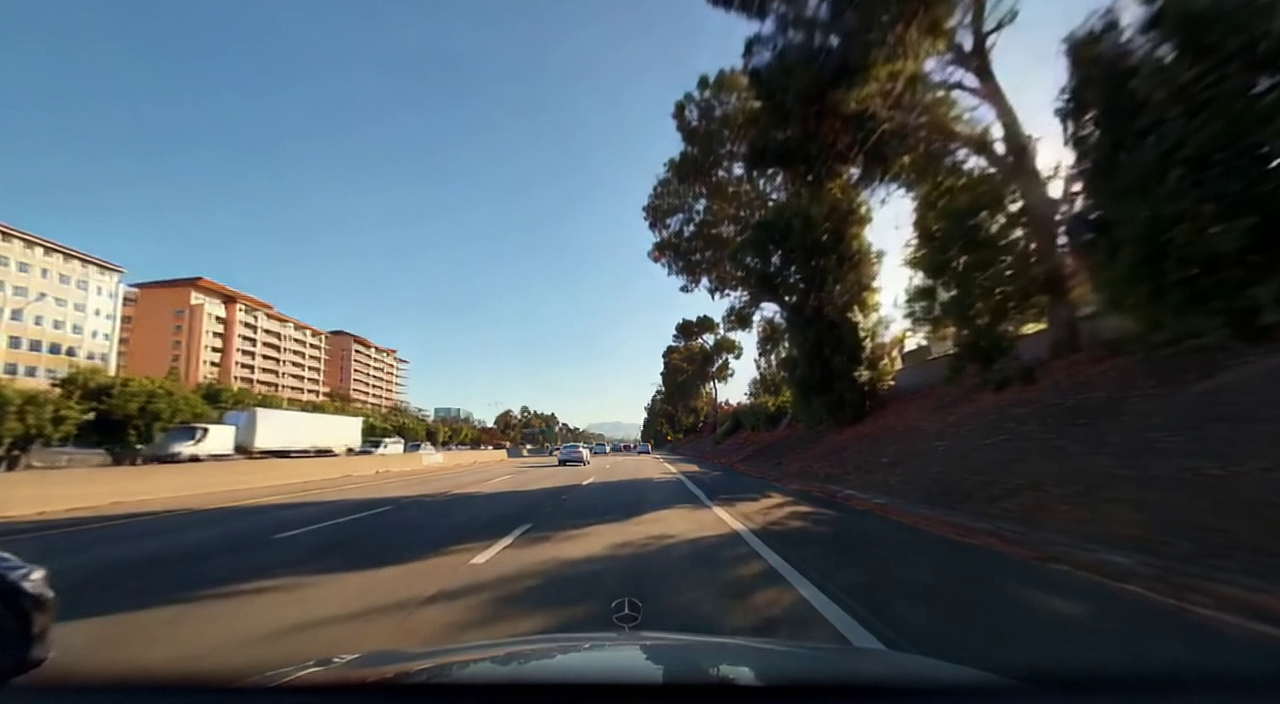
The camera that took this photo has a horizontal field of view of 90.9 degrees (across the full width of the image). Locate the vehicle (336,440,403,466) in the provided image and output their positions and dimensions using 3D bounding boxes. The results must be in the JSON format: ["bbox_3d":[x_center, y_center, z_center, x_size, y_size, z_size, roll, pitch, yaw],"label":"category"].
[{"bbox_3d":[-20.529,7.680,48.207,2.244,1.899,6.273,0,-8,1],"label":"vehicle"}]

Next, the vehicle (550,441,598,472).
[{"bbox_3d":[-3.259,5.216,31.785,1.926,1.464,4.186,0,-8,1],"label":"vehicle"}]

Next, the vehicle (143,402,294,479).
[{"bbox_3d":[-24.549,5.278,37.503,3.059,3.993,8.430,0,-8,0],"label":"vehicle"}]
